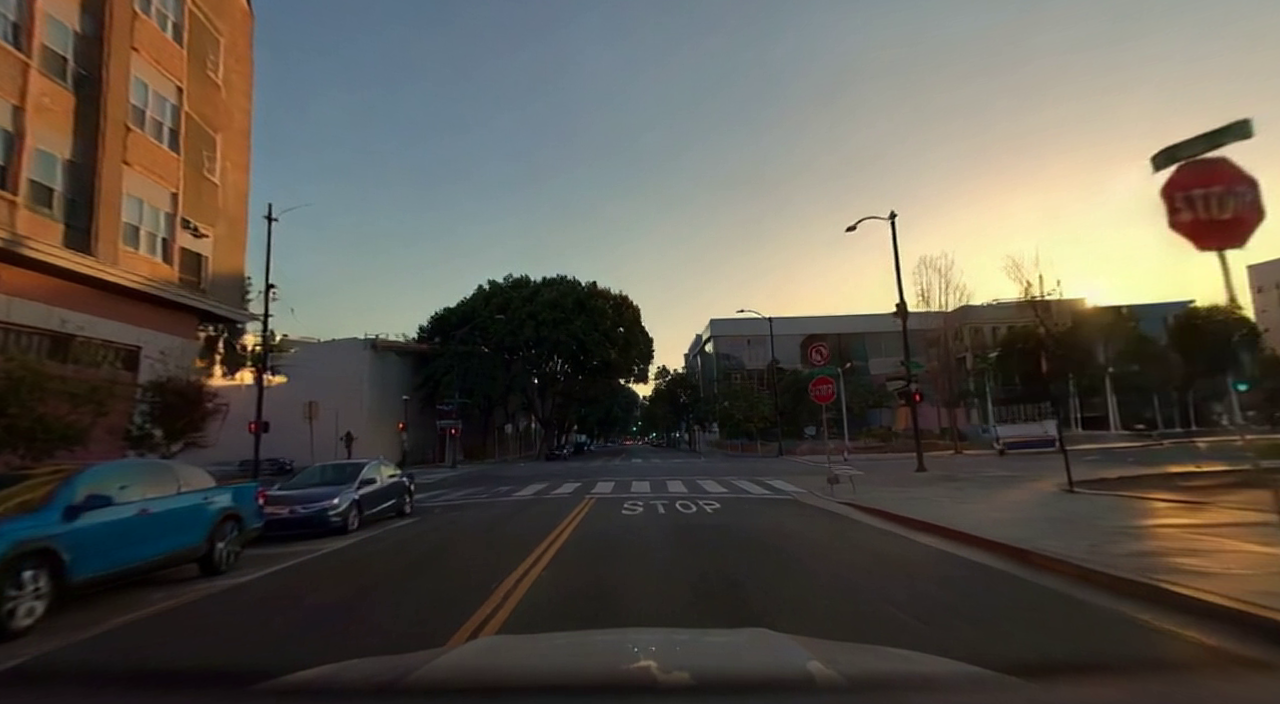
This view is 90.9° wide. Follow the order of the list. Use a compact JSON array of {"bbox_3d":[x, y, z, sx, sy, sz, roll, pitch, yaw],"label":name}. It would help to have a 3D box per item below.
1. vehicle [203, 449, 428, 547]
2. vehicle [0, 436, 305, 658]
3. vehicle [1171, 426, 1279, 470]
[{"bbox_3d":[-5.770,2.596,12.004,1.874,1.460,4.495,0,-8,0],"label":"vehicle"},{"bbox_3d":[-5.715,1.737,6.602,1.901,1.631,4.570,0,-8,0],"label":"vehicle"},{"bbox_3d":[22.080,3.431,22.573,4.347,1.476,1.926,0,-9,-1],"label":"vehicle"}]
